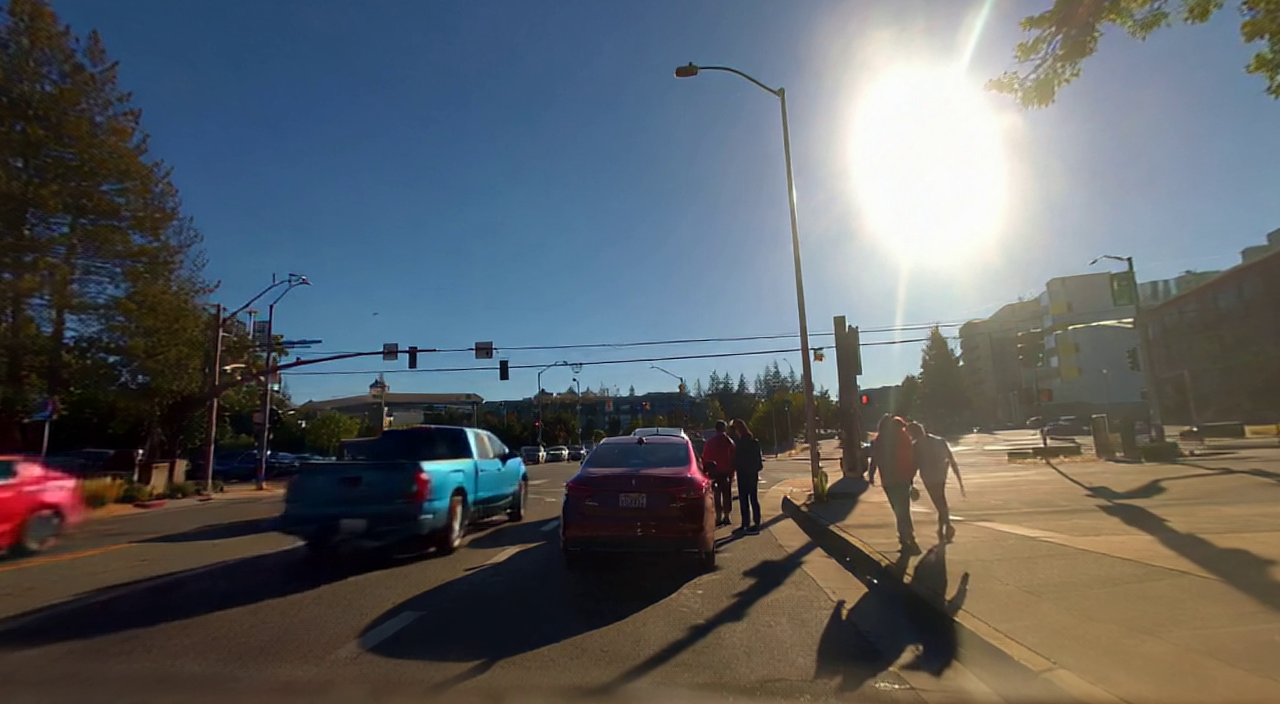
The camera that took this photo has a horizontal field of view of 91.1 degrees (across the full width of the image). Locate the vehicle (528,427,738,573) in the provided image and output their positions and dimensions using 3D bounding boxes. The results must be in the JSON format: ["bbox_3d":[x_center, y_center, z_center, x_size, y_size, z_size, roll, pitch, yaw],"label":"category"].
[{"bbox_3d":[-0.056,1.862,8.681,2.182,1.501,4.150,0,-9,1],"label":"vehicle"}]

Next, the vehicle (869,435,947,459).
[{"bbox_3d":[17.522,6.213,41.125,4.441,1.452,1.798,-5,-10,30],"label":"vehicle"}]

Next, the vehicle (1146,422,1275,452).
[{"bbox_3d":[30.536,4.609,33.793,4.739,1.472,1.804,-5,-10,30],"label":"vehicle"}]

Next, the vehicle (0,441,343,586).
[{"bbox_3d":[-6.343,2.057,8.938,1.948,1.530,4.283,0,-9,3],"label":"vehicle"}]

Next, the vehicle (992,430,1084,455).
[{"bbox_3d":[23.815,5.442,37.748,4.454,1.440,1.816,-5,-10,30],"label":"vehicle"}]

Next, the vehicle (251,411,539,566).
[{"bbox_3d":[-3.307,1.991,10.041,2.273,1.788,5.258,0,-9,2],"label":"vehicle"}]
